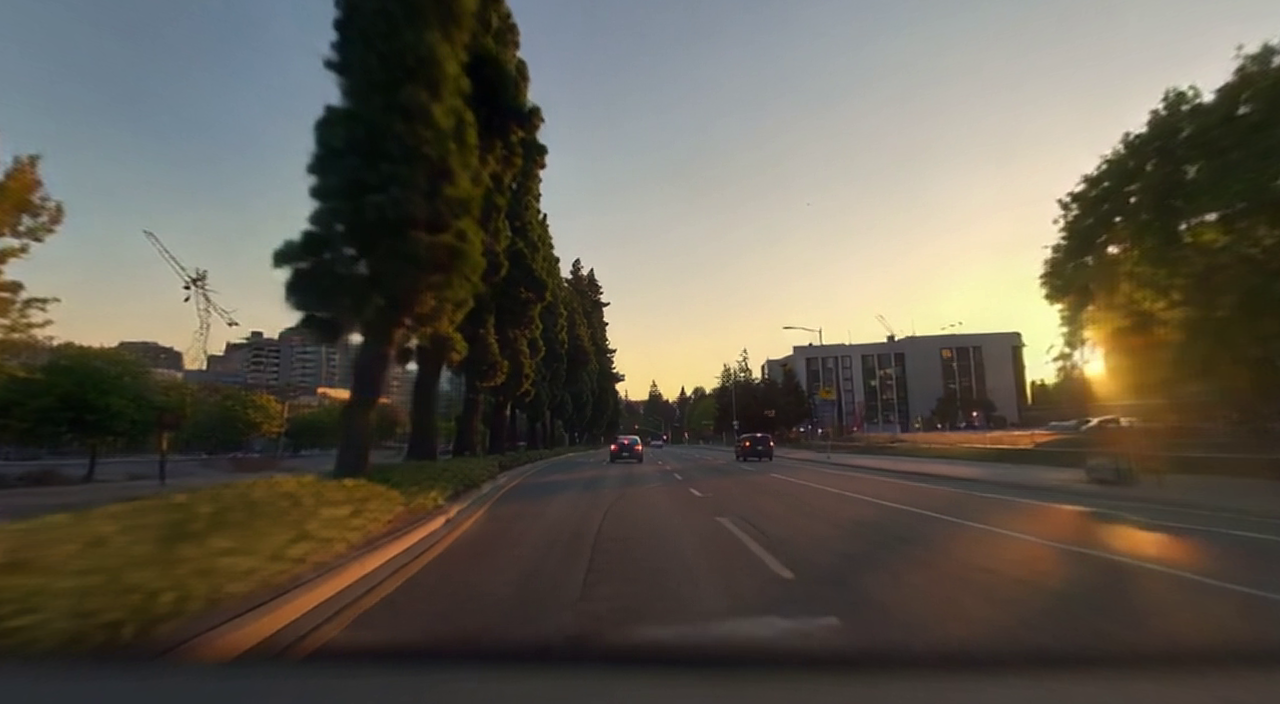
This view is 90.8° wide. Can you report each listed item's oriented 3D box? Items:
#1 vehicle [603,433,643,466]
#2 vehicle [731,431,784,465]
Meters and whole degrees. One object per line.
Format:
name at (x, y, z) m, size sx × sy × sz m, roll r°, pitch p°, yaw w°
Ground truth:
vehicle at (-0.990, 5.675, 36.976) m, size 2.193 × 1.794 × 4.457 m, roll 0°, pitch -8°, yaw -1°
vehicle at (6.542, 5.402, 35.682) m, size 2.026 × 1.804 × 4.565 m, roll 0°, pitch -8°, yaw -1°
